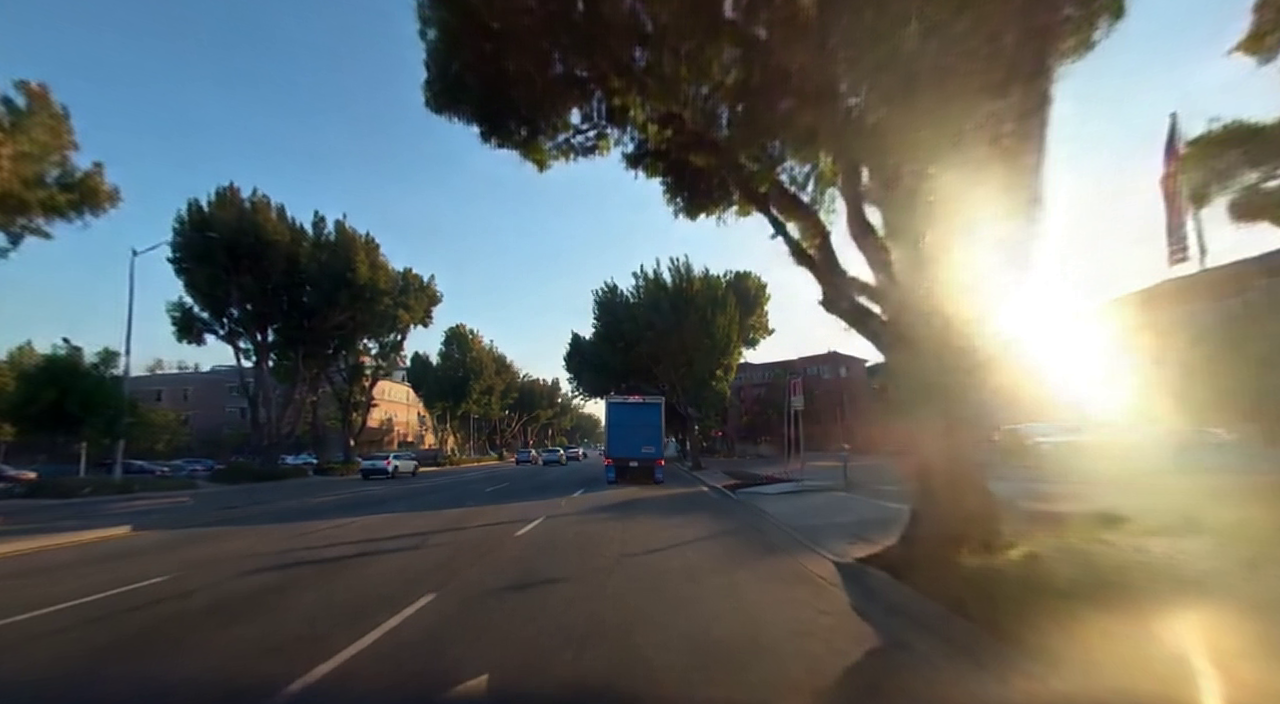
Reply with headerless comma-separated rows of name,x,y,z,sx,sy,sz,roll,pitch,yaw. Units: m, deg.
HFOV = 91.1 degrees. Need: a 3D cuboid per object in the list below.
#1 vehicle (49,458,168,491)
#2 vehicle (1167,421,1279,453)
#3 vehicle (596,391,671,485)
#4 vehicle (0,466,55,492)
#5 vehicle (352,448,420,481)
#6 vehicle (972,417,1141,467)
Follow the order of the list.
vehicle,-33.793,7.799,40.067,5.452,1.994,2.312,0,-9,1
vehicle,26.459,3.867,28.528,3.537,1.393,1.581,0,-9,-1
vehicle,-0.218,4.009,28.969,2.905,3.644,8.807,0,-9,0
vehicle,-39.186,7.947,39.267,1.645,1.416,3.497,-6,-10,39
vehicle,-14.036,6.214,34.952,1.958,1.672,4.283,0,-9,0
vehicle,13.770,2.987,20.961,4.321,1.579,1.823,0,-7,1
